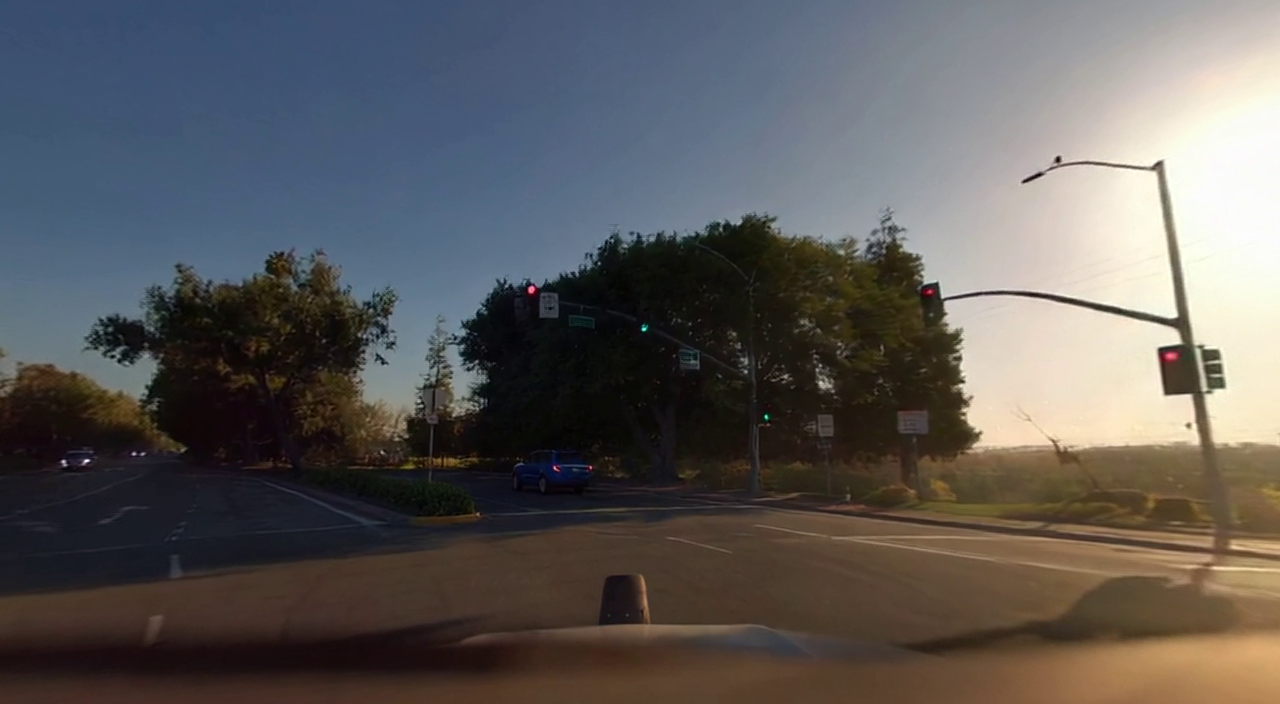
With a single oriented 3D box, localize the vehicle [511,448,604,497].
[{"bbox_3d":[-3.578,4.937,26.418,2.284,1.788,4.871,5,-9,-27],"label":"vehicle"}]
